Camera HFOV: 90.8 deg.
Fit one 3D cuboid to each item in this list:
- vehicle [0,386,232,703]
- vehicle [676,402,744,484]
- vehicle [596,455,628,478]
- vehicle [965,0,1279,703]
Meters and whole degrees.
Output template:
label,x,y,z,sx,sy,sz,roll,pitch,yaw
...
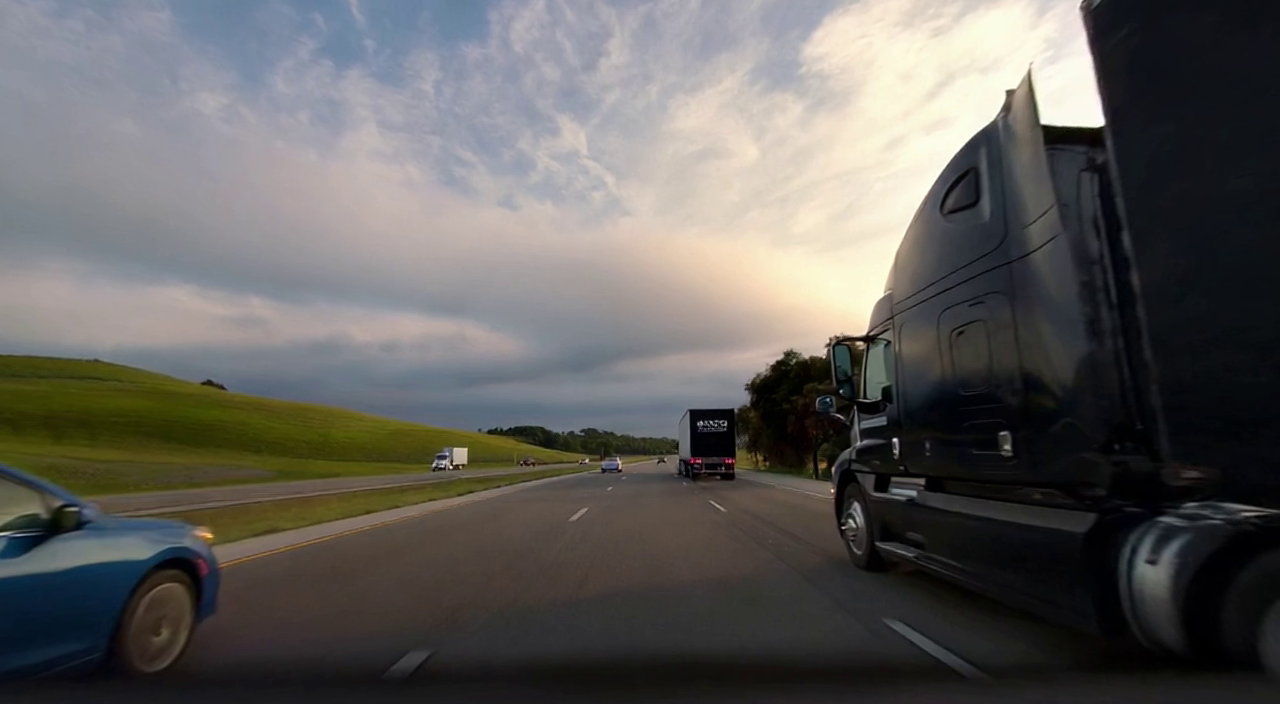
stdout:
label,x,y,z,sx,sy,sz,roll,pitch,yaw
vehicle,-3.646,0.804,1.860,1.945,1.537,4.294,0,-9,1
vehicle,3.837,5.654,38.235,2.832,4.034,13.924,0,-10,1
vehicle,-1.903,7.876,43.582,1.935,1.470,4.063,0,-9,1
vehicle,4.721,-0.353,1.754,3.300,4.237,7.728,0,-9,0
